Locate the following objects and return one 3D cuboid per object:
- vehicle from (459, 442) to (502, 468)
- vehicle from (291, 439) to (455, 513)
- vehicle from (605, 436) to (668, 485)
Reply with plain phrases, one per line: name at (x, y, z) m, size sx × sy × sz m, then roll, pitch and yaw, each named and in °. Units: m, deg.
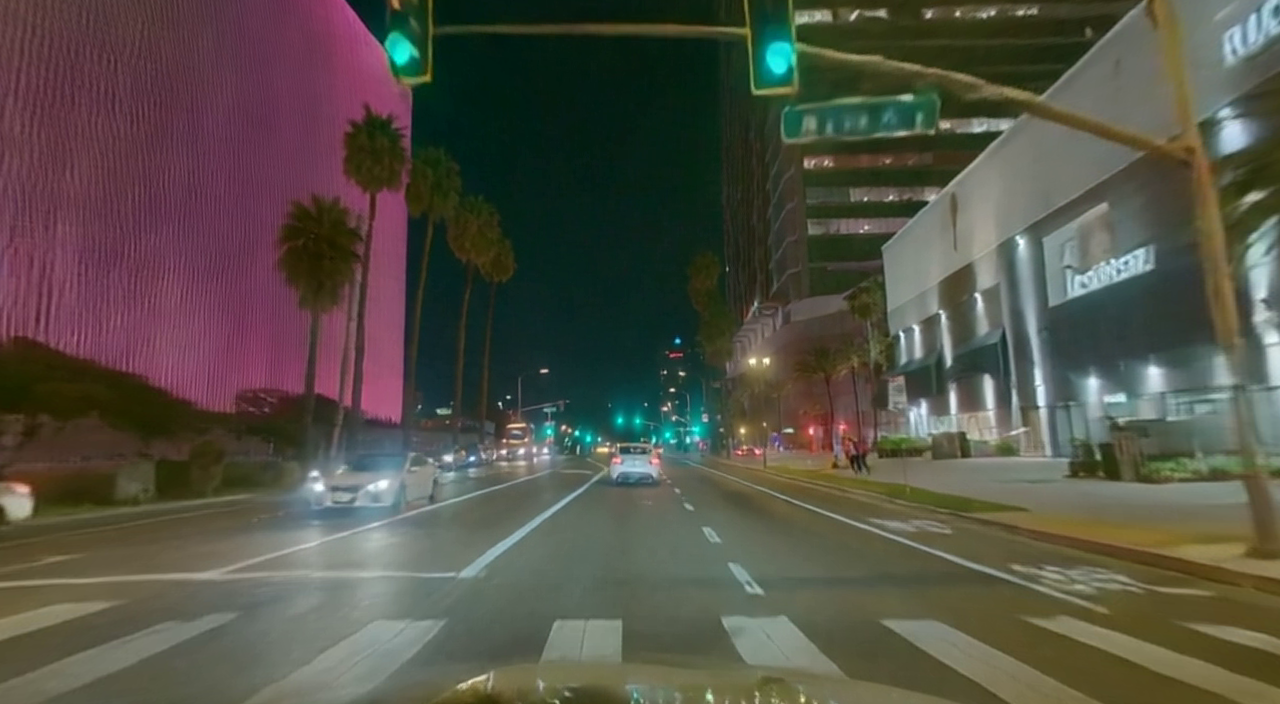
vehicle at (-12.203, 7.850, 48.424) m, size 1.981 × 1.803 × 4.835 m, roll 0°, pitch -8°, yaw 1°
vehicle at (-6.179, 2.865, 15.255) m, size 1.951 × 1.476 × 4.452 m, roll 0°, pitch -8°, yaw 1°
vehicle at (-0.130, 3.974, 23.550) m, size 2.145 × 1.632 × 3.972 m, roll 0°, pitch -8°, yaw 0°
